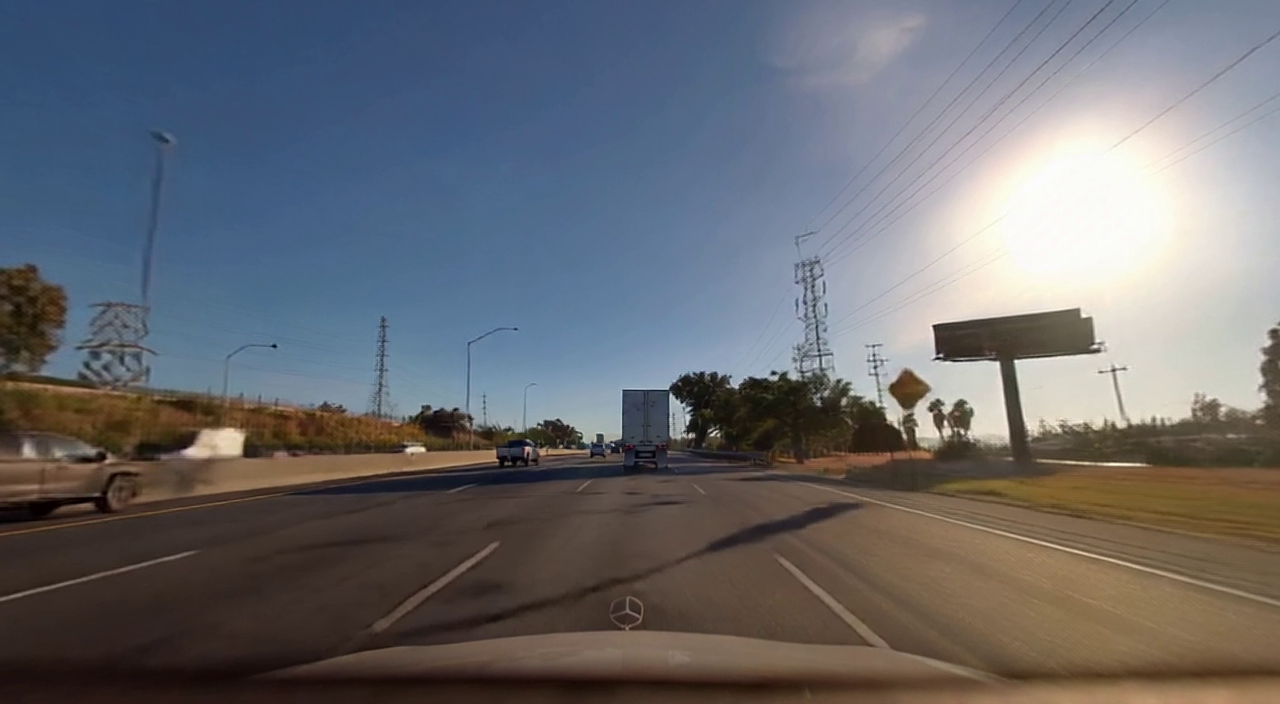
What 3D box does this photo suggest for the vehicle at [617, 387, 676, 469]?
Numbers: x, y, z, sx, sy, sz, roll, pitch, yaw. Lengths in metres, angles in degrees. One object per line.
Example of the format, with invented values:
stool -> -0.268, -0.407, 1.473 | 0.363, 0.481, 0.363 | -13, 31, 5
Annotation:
vehicle -> 0.540, 4.519, 36.512 | 2.879, 4.027, 11.243 | -1, -8, 2

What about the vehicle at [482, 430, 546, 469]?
vehicle -> -6.849, 5.397, 35.011 | 2.263, 1.936, 5.802 | 0, -8, 1

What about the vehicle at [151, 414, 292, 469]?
vehicle -> -21.931, 4.806, 33.675 | 2.233, 2.573, 7.626 | 0, -8, 0

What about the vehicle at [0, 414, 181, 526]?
vehicle -> -11.160, 2.032, 11.102 | 2.010, 1.766, 5.365 | 0, -8, 1
